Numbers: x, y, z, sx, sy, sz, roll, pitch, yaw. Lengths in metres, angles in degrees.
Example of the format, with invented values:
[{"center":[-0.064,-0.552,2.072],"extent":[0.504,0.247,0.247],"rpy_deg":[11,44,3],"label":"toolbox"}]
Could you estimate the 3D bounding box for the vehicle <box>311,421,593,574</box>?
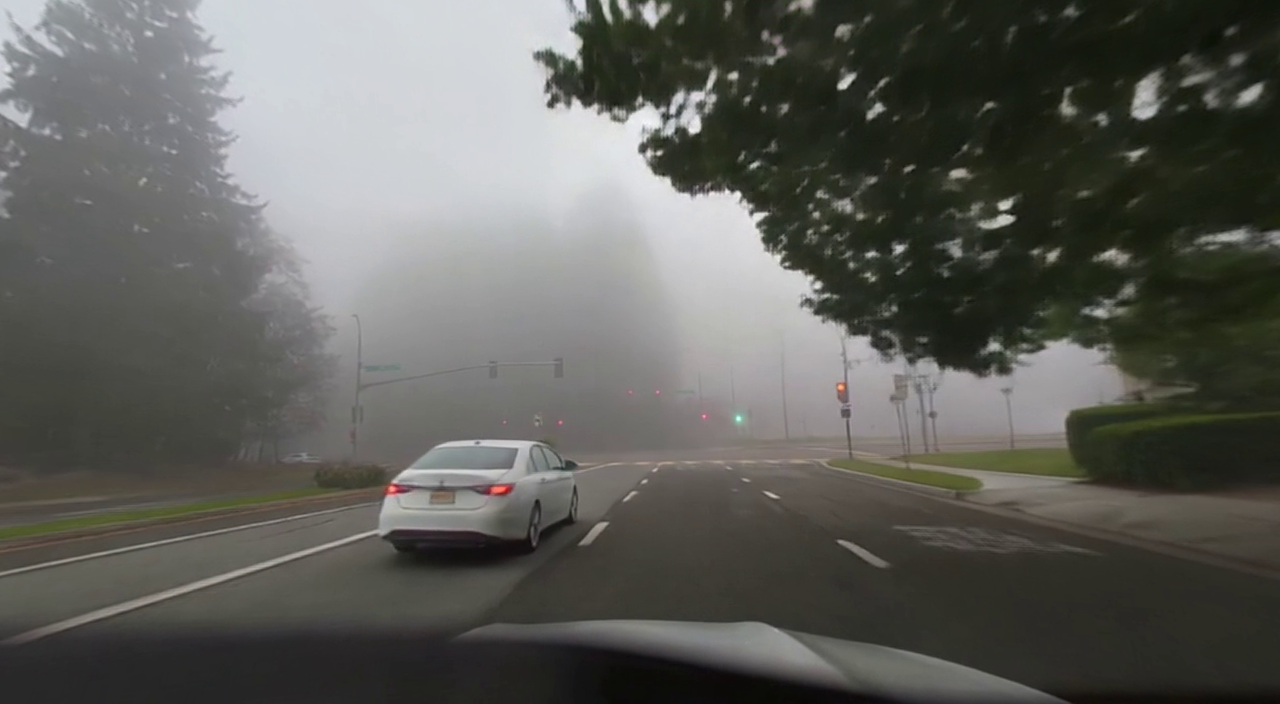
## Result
[{"center":[-2.172,1.875,9.065],"extent":[2.139,1.564,4.901],"rpy_deg":[-1,-8,6],"label":"vehicle"}]
